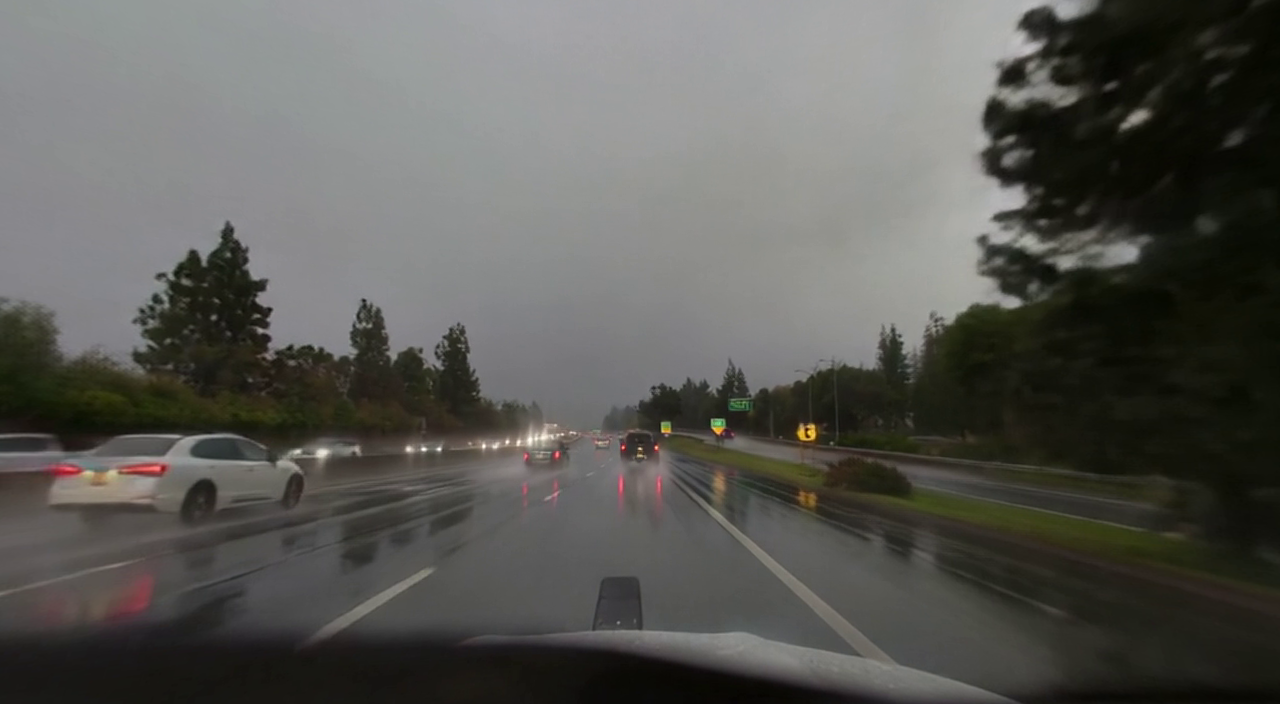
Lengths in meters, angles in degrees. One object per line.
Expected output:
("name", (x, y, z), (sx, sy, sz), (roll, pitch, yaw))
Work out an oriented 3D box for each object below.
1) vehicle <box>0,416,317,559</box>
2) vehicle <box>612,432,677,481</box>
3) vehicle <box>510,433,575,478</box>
("vehicle", (-7.363, 1.933, 9.823), (2.195, 1.652, 4.733), (0, -8, 0))
("vehicle", (0.138, 4.131, 25.289), (2.378, 1.750, 4.355), (0, -8, -1))
("vehicle", (-4.014, 4.369, 26.847), (2.044, 1.717, 4.421), (0, -8, 0))
